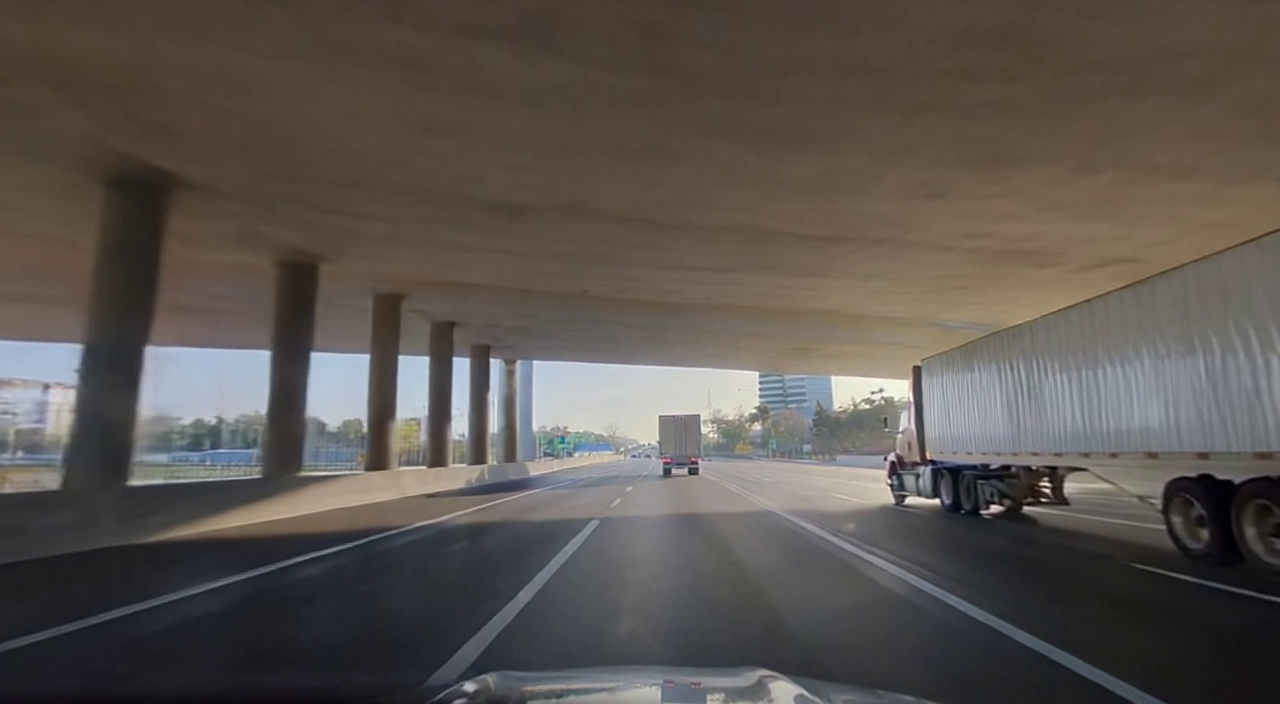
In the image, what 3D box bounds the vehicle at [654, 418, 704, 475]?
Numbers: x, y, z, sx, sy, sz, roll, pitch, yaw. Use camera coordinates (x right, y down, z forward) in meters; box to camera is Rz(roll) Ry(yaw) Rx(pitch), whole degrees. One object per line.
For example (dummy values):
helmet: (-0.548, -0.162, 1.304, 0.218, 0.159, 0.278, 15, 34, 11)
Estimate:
vehicle: (2.959, 7.233, 47.784, 3.244, 3.713, 12.155, -1, -9, 4)
